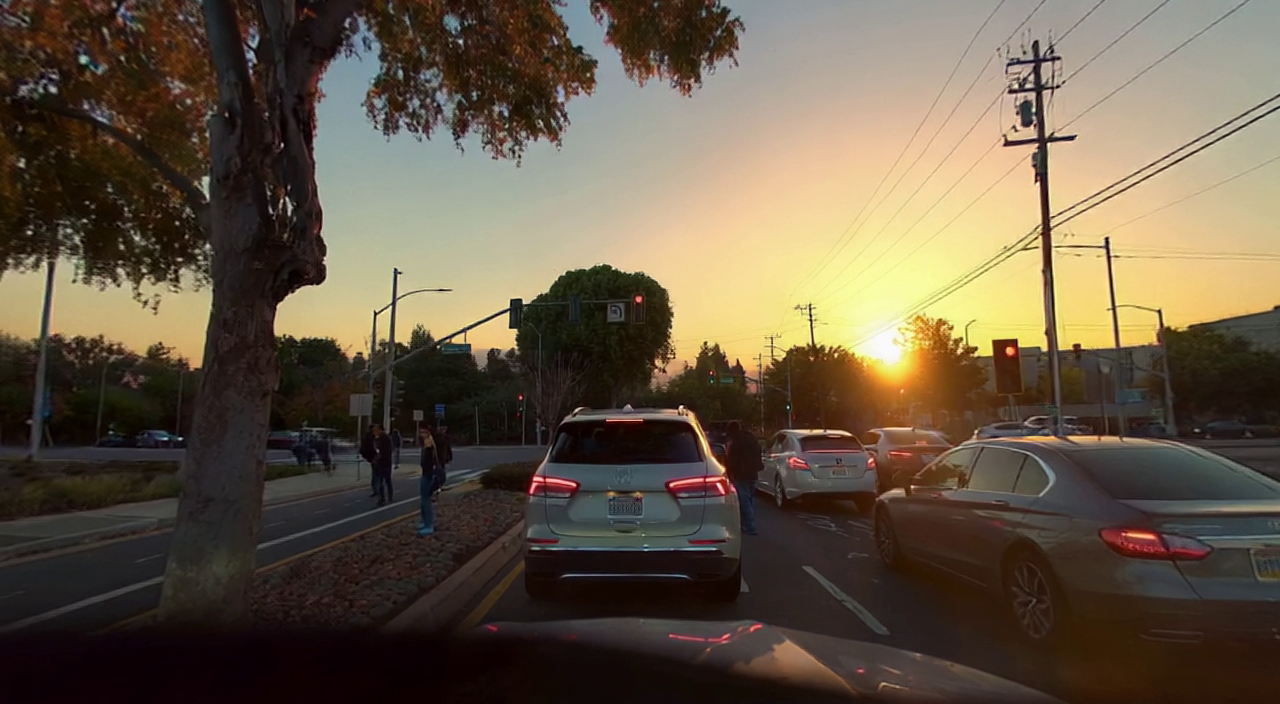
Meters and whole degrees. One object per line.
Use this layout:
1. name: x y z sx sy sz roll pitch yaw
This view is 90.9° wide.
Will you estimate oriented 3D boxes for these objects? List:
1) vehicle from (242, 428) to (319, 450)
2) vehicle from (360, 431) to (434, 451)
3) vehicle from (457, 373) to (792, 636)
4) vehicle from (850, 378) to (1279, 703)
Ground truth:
1. vehicle: -26.877 6.520 47.187 4.587 1.639 1.878 0 -8 0
2. vehicle: -17.790 6.551 46.348 4.607 1.478 1.995 0 -8 0
3. vehicle: -0.149 1.359 6.608 2.271 1.786 4.443 0 -8 -1
4. vehicle: 3.548 1.296 5.555 1.948 1.677 4.437 0 -8 1
